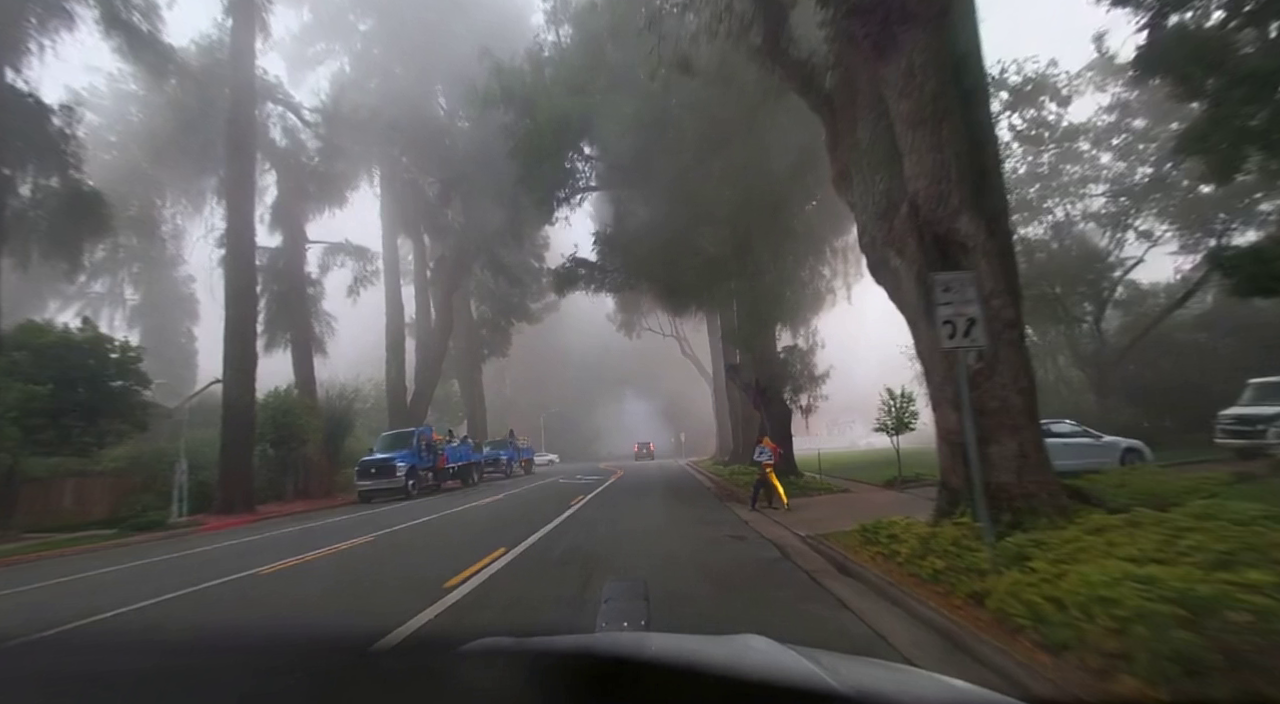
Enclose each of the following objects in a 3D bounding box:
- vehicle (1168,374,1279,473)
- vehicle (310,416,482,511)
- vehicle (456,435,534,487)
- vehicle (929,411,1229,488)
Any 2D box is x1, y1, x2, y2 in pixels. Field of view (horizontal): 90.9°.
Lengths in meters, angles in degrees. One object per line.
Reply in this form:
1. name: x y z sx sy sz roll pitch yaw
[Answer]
1. vehicle: 14.415 1.293 12.902 4.995 1.818 2.319 -4 -6 1
2. vehicle: -9.185 4.349 25.481 2.970 3.068 9.784 0 -8 0
3. vehicle: -8.773 6.631 39.031 2.816 2.723 7.506 -4 -8 1
4. vehicle: 8.807 2.024 13.078 4.623 1.420 1.996 -1 -8 5
